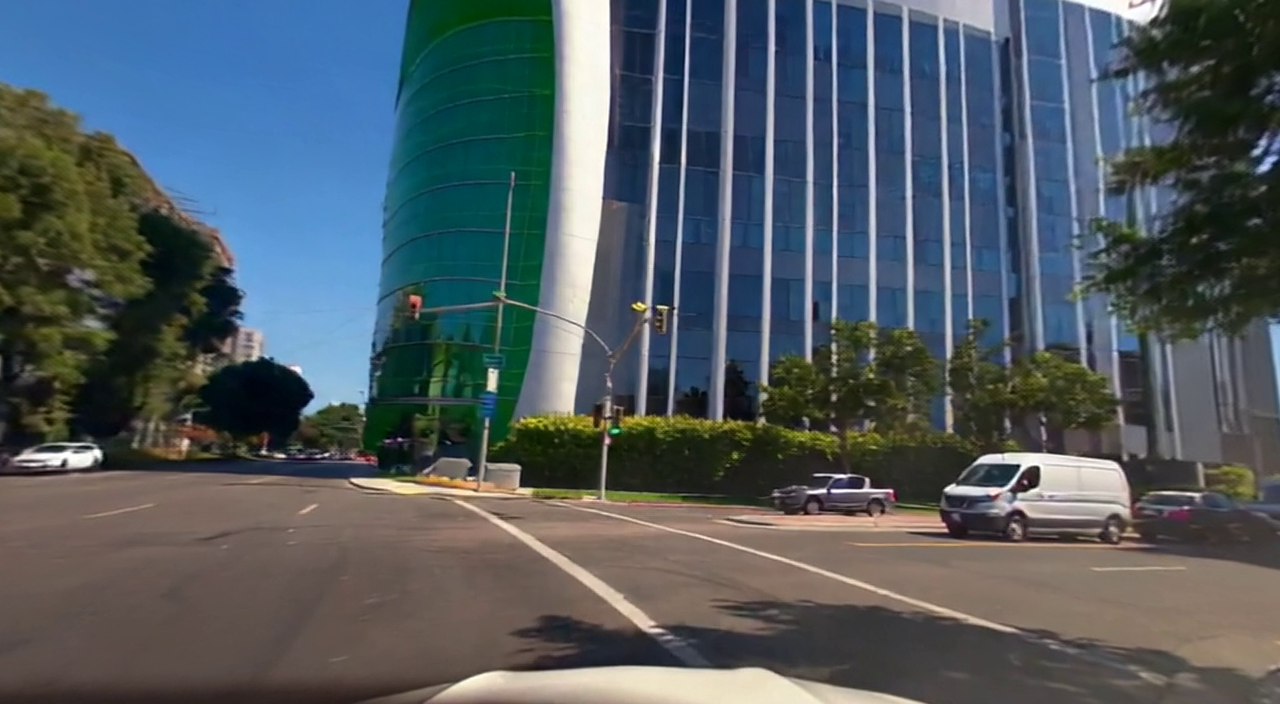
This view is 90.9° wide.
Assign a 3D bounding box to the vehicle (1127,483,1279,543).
[{"bbox_3d":[16.650,4.560,18.214,4.632,1.495,1.853,5,-12,-23],"label":"vehicle"}]

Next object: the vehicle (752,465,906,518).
[{"bbox_3d":[5.969,4.373,19.962,4.470,1.472,1.868,5,-10,-22],"label":"vehicle"}]

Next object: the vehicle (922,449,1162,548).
[{"bbox_3d":[9.644,3.432,15.130,5.252,2.013,2.104,5,-12,-24],"label":"vehicle"}]
